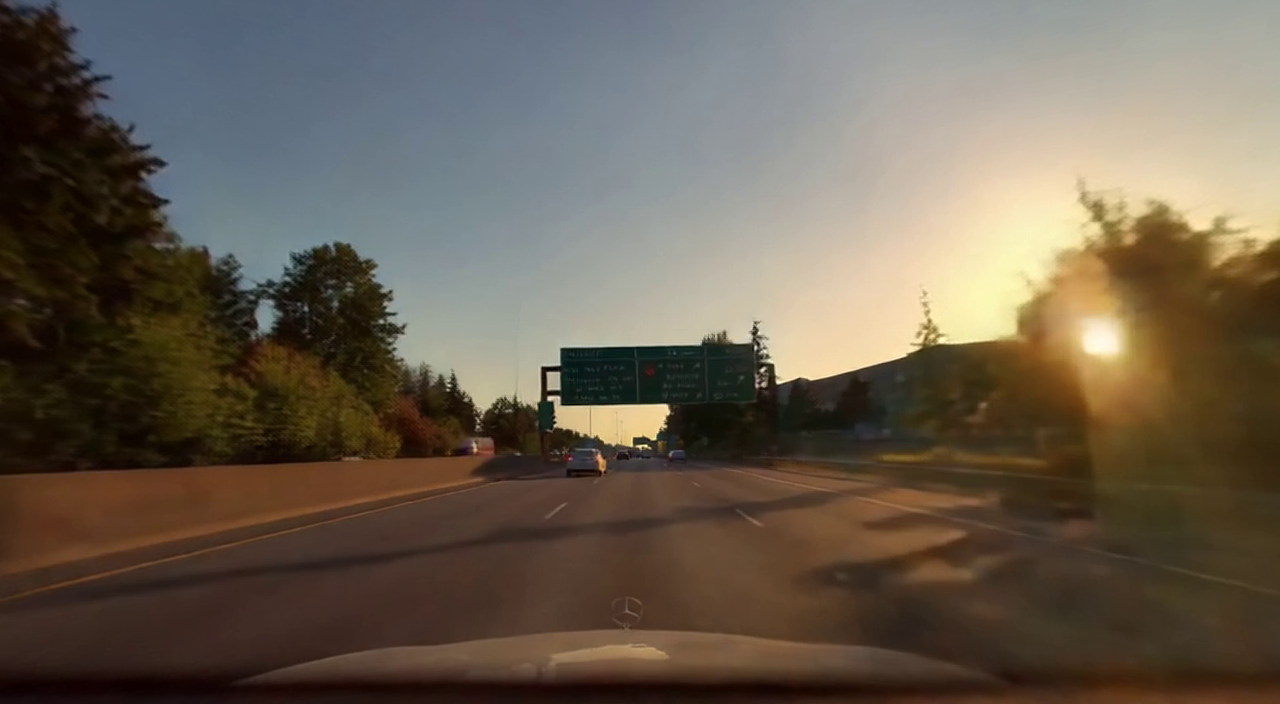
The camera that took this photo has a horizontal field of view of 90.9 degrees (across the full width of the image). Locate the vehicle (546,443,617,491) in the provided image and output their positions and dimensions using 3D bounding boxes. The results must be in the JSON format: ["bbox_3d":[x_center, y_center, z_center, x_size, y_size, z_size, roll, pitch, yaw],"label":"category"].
[{"bbox_3d":[-1.985,4.085,22.623,1.936,1.545,4.116,-1,-9,3],"label":"vehicle"}]
